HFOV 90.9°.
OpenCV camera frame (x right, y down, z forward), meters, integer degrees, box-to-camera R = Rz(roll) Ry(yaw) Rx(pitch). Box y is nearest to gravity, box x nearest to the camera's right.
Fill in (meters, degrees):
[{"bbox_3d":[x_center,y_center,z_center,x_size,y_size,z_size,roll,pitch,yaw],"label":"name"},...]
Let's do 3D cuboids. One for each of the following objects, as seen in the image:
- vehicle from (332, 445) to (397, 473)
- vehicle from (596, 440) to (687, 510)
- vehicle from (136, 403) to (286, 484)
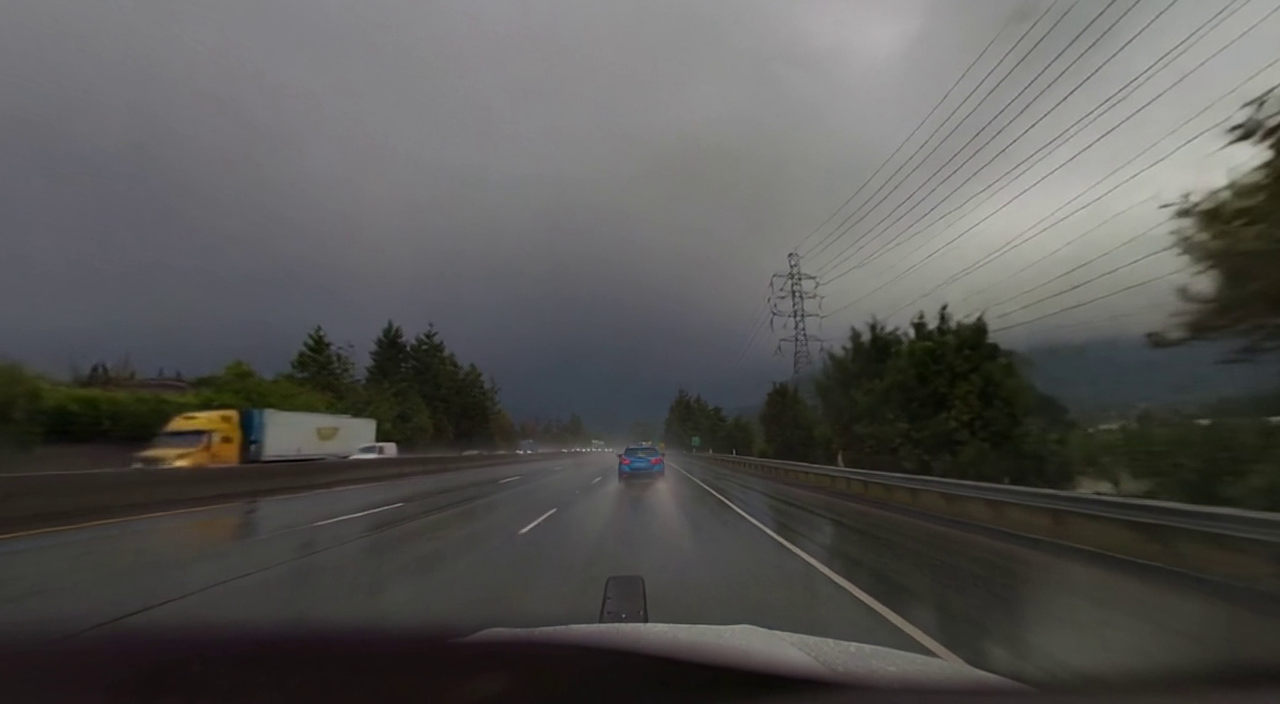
[{"bbox_3d":[-16.181,6.294,37.270,1.880,1.550,4.116,0,-9,2],"label":"vehicle"},{"bbox_3d":[0.002,2.978,15.750,1.966,1.499,4.298,0,-9,-1],"label":"vehicle"},{"bbox_3d":[-21.347,4.652,31.896,3.035,3.676,6.029,0,-9,2],"label":"vehicle"}]
